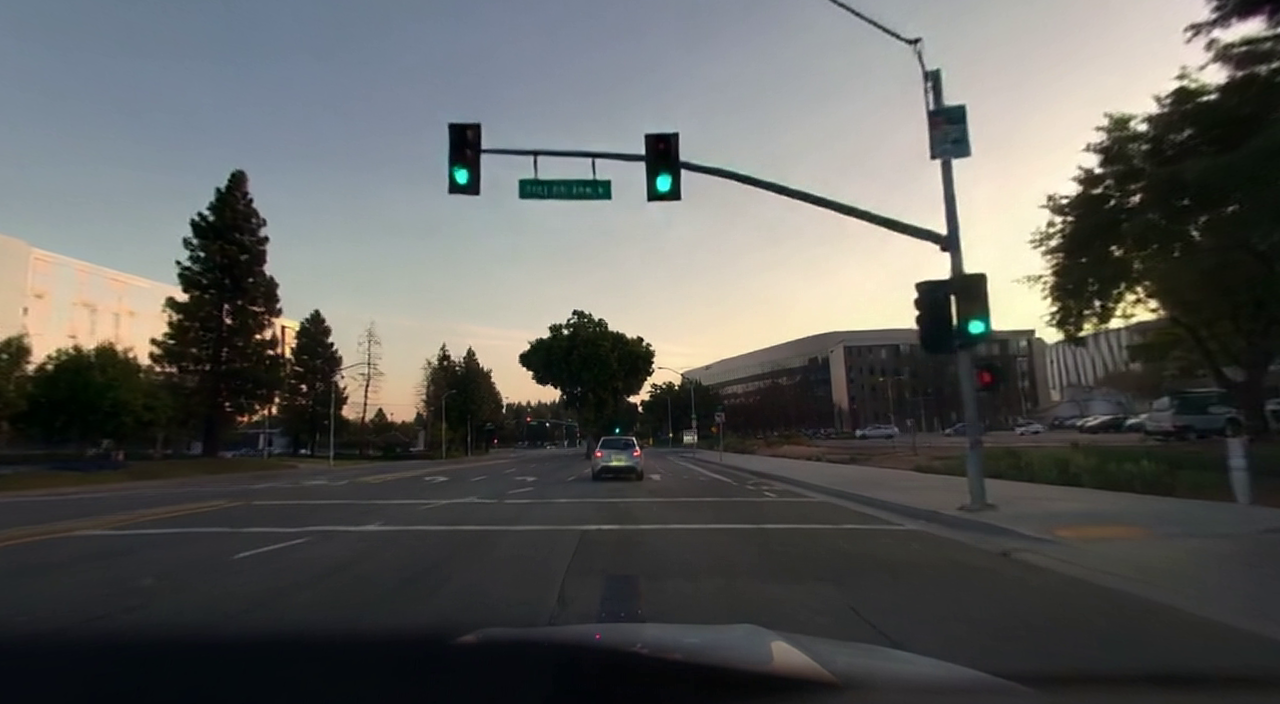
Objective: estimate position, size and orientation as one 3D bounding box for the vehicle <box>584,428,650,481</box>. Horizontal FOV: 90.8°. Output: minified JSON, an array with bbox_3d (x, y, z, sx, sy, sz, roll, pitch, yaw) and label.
[{"bbox_3d":[-0.793,3.662,22.760,2.130,1.711,4.038,0,-9,-1],"label":"vehicle"}]
